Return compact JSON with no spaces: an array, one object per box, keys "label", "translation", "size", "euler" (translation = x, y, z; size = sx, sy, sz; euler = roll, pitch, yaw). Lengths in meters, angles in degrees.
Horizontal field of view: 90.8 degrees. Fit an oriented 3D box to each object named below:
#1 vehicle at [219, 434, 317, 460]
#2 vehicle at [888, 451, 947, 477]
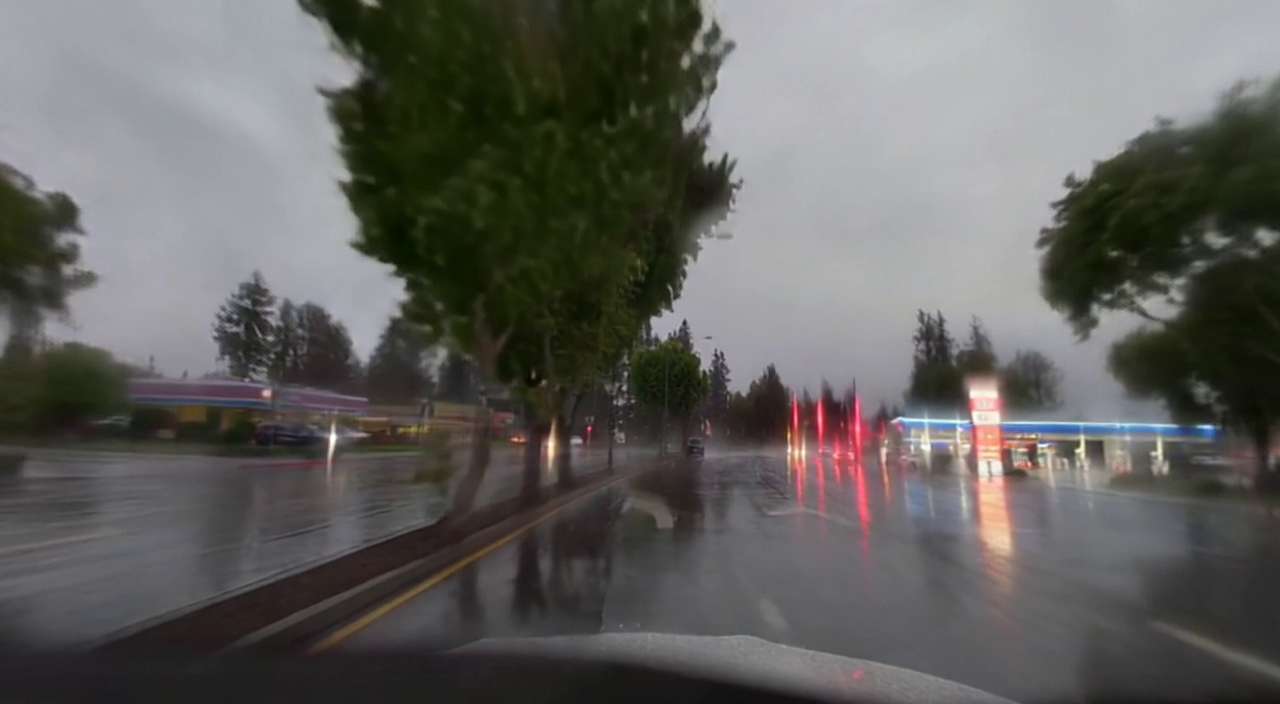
[{"label":"vehicle","translation":[-20.711,5.296,35.270],"size":[4.343,1.379,1.851],"euler":[-1,-9,6]},{"label":"vehicle","translation":[17.225,6.963,39.424],"size":[2.099,1.464,4.615],"euler":[-1,-9,8]}]
